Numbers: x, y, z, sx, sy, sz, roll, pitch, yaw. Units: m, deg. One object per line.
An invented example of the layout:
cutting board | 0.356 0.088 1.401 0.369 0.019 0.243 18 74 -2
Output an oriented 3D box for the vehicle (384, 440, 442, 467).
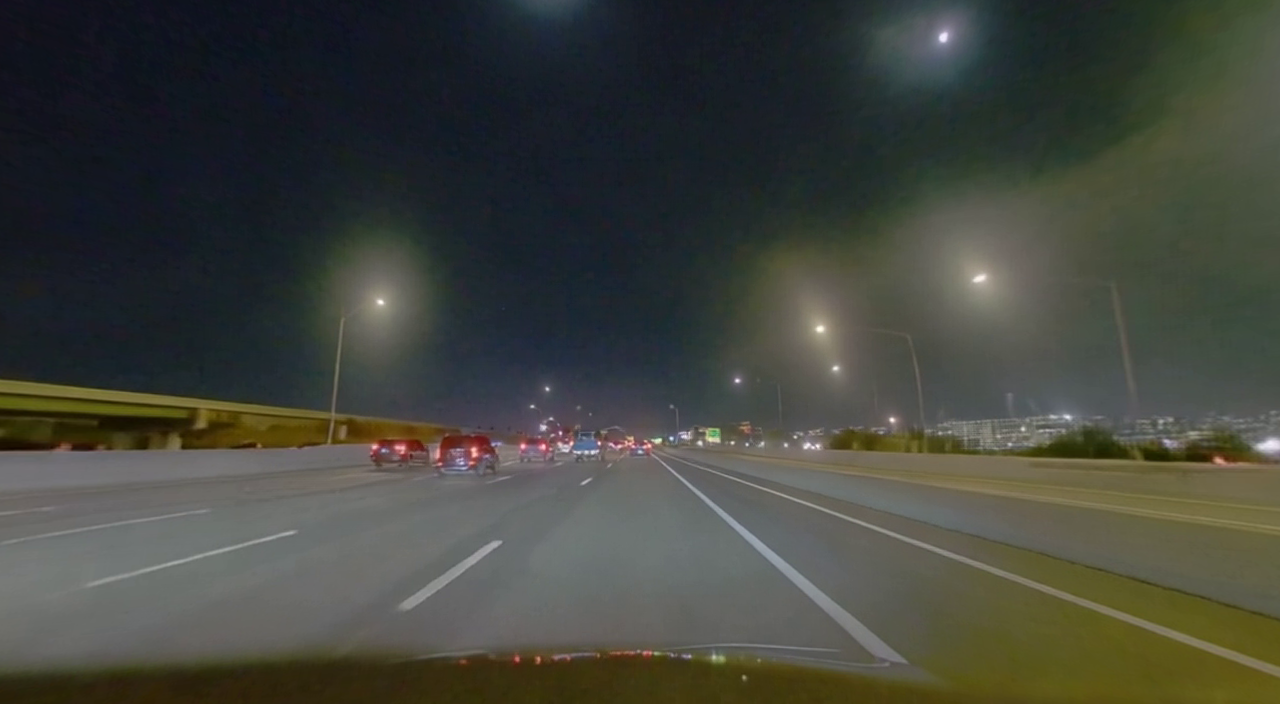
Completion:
vehicle | -13.531 6.062 37.741 1.899 1.485 4.368 0 -8 0

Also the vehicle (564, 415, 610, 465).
vehicle | -3.221 5.575 39.681 2.301 2.843 6.458 0 -8 0

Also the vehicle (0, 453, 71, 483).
vehicle | -32.555 6.083 33.097 1.689 1.383 3.611 0 -8 0

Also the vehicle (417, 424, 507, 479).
vehicle | -6.951 3.960 25.164 2.179 1.948 4.618 0 -8 1

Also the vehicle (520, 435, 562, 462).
vehicle | -6.840 6.740 43.828 2.109 1.784 4.709 0 -8 1
